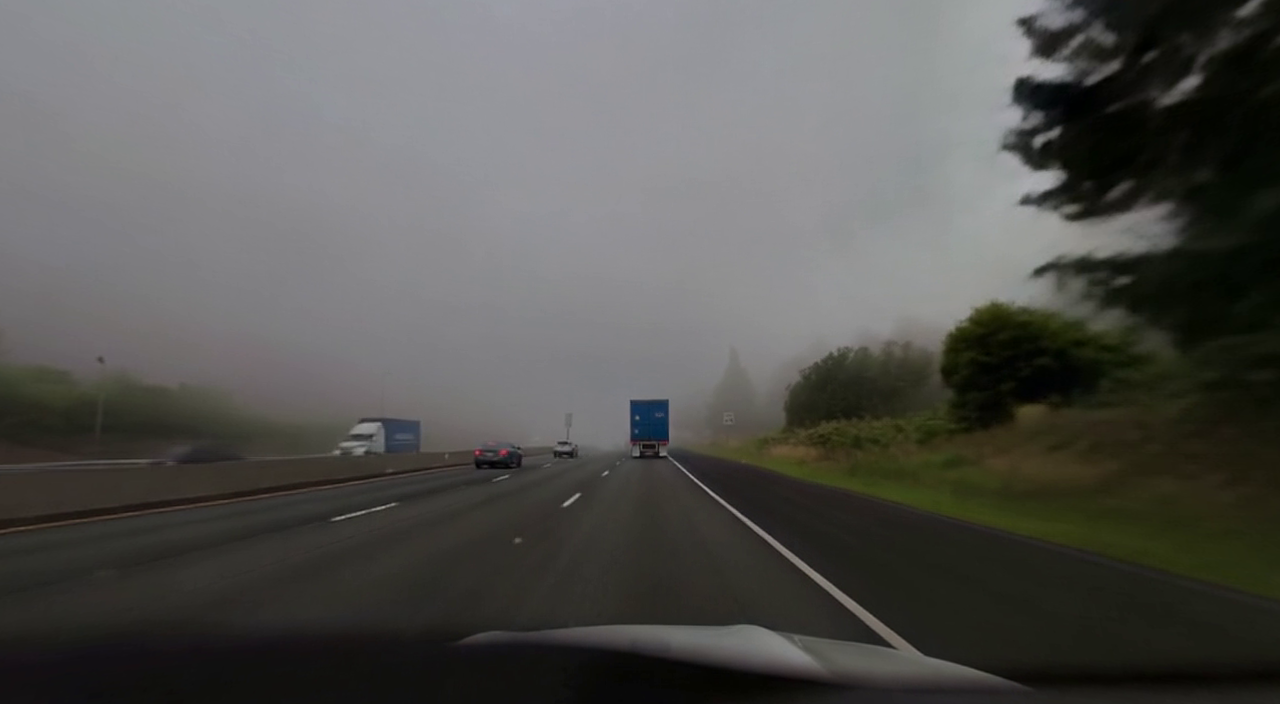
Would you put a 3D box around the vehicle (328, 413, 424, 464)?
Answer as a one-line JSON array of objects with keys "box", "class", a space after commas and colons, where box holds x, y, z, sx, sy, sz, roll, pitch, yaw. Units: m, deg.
[{"box": [-20.110, 6.752, 48.935, 3.005, 3.574, 10.095, 0, -8, 1], "class": "vehicle"}]

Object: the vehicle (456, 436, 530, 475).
[{"box": [-6.244, 4.469, 27.369, 2.017, 1.517, 4.766, 0, -8, 1], "class": "vehicle"}]
